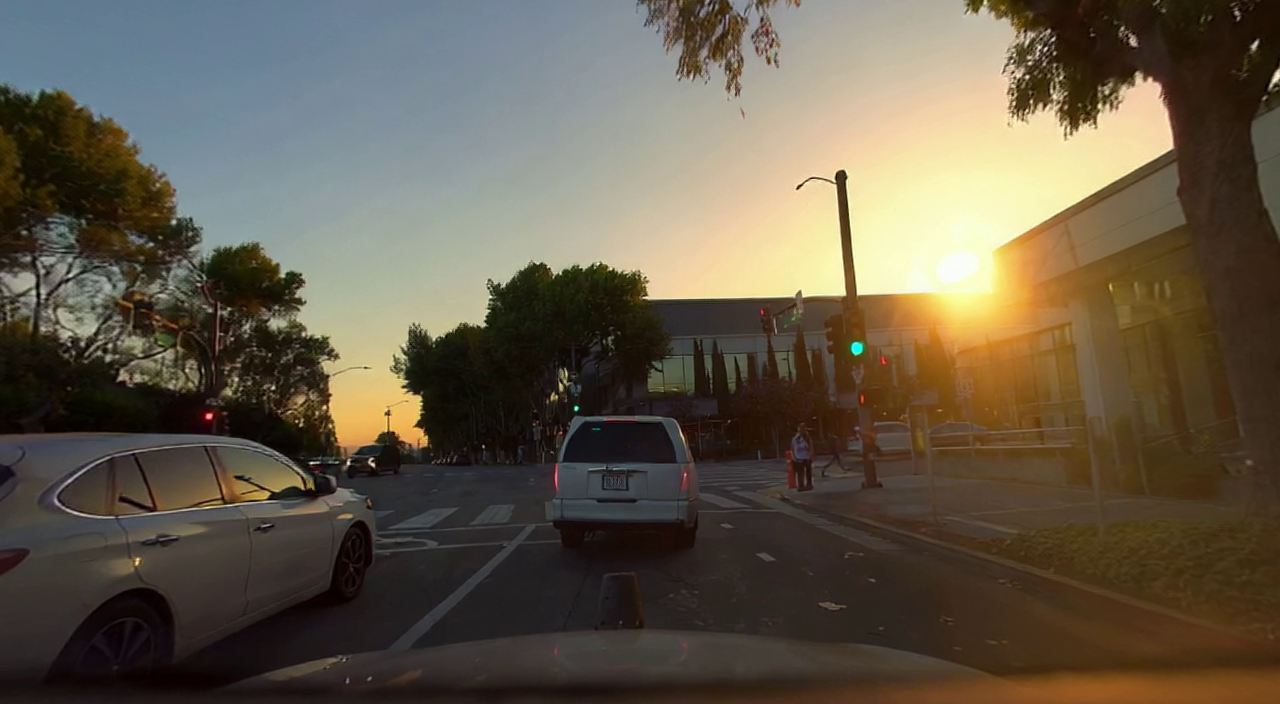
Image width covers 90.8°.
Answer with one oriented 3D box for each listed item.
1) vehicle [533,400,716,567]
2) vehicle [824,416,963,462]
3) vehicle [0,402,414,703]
[{"bbox_3d":[-0.175,1.799,9.335,2.059,1.877,4.249,0,-8,0],"label":"vehicle"},{"bbox_3d":[11.399,3.965,28.706,5.215,1.967,2.392,0,-8,-4],"label":"vehicle"},{"bbox_3d":[-3.368,1.262,4.558,2.011,1.527,4.008,0,-8,-1],"label":"vehicle"}]
